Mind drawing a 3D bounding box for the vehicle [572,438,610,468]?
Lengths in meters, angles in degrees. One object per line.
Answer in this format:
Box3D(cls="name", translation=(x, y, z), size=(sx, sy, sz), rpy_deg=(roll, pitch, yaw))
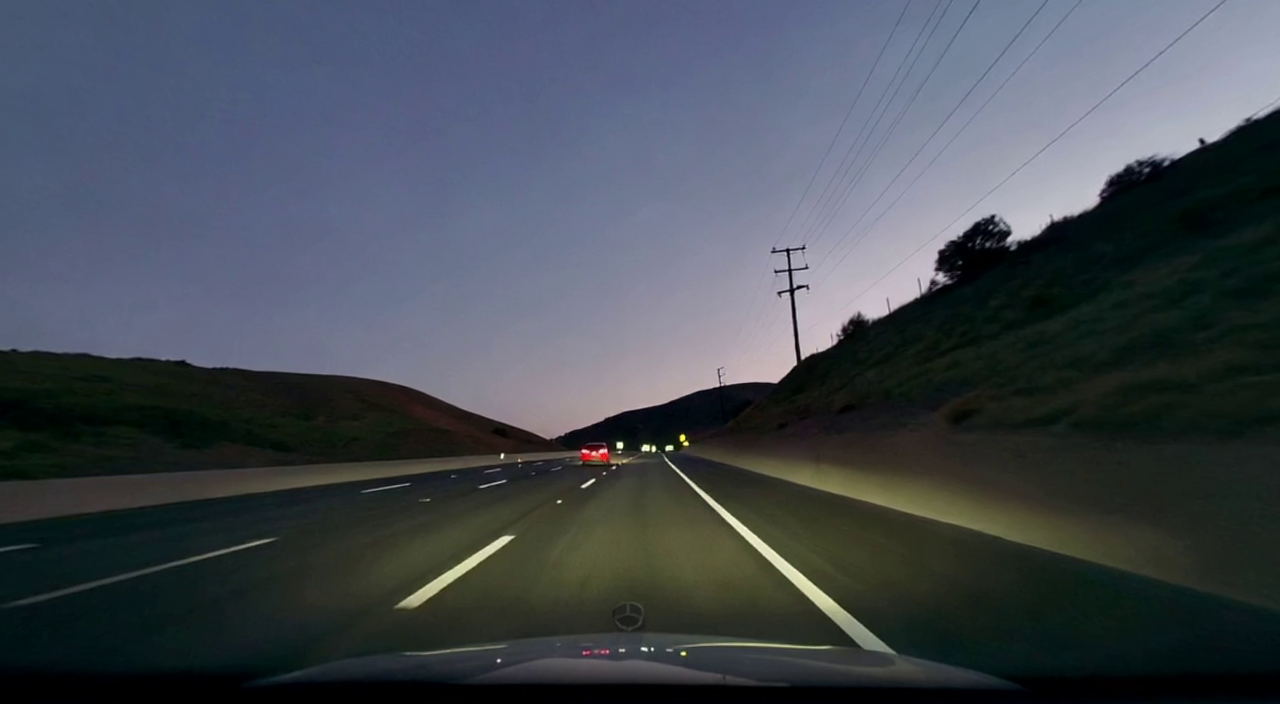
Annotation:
Box3D(cls="vehicle", translation=(-3.217, 6.752, 42.385), size=(2.136, 1.845, 4.515), rpy_deg=(0, -8, 1))
